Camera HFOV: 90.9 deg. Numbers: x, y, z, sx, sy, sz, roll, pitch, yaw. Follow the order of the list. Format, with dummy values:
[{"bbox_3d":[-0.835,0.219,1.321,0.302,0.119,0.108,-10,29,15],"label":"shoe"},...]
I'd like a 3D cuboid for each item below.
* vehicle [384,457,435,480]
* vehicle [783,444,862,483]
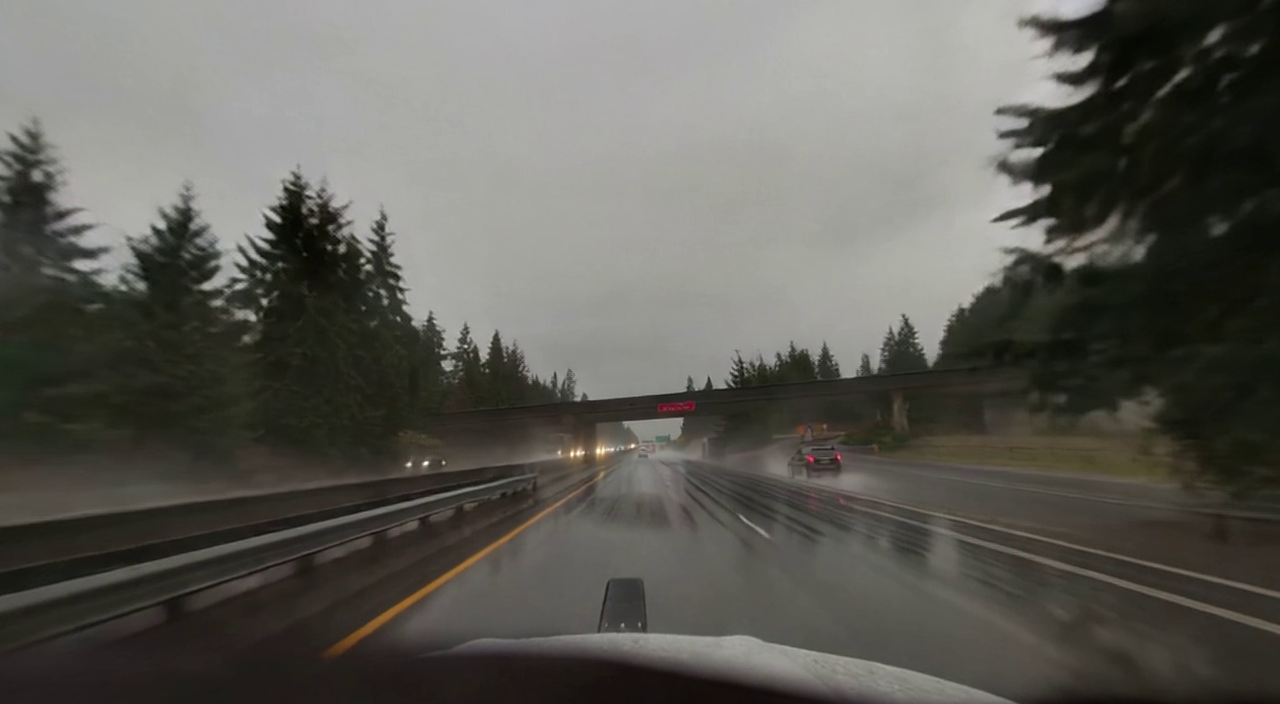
[{"bbox_3d":[-16.013,8.084,43.989,2.048,1.446,3.900,0,-9,0],"label":"vehicle"},{"bbox_3d":[7.368,4.542,25.916,1.987,1.473,4.244,0,-9,0],"label":"vehicle"}]
